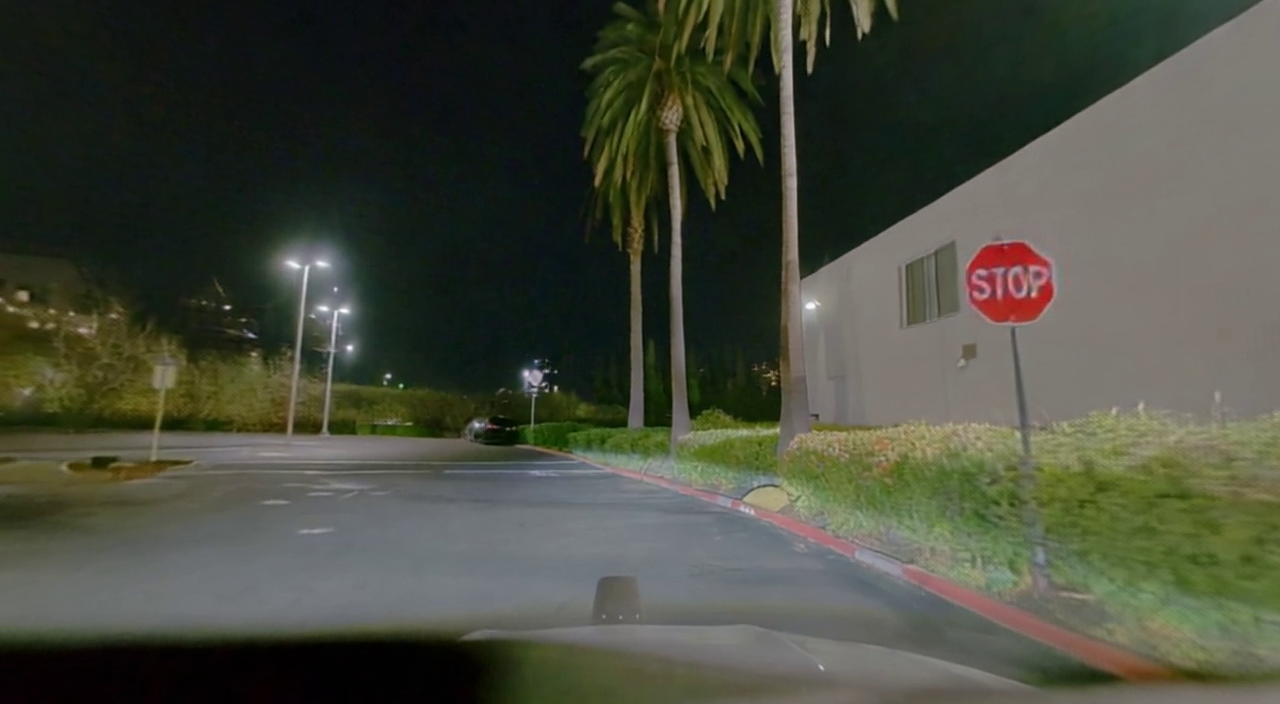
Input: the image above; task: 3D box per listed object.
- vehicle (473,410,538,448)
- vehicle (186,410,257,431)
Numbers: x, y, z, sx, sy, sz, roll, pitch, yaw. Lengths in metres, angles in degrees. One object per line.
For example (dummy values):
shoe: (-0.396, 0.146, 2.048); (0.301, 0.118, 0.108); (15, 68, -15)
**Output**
vehicle: (-6.633, 3.807, 30.783); (2.071, 1.700, 4.367); (4, -9, -25)
vehicle: (-32.994, 5.431, 49.860); (4.457, 1.552, 1.748); (6, -10, -38)
